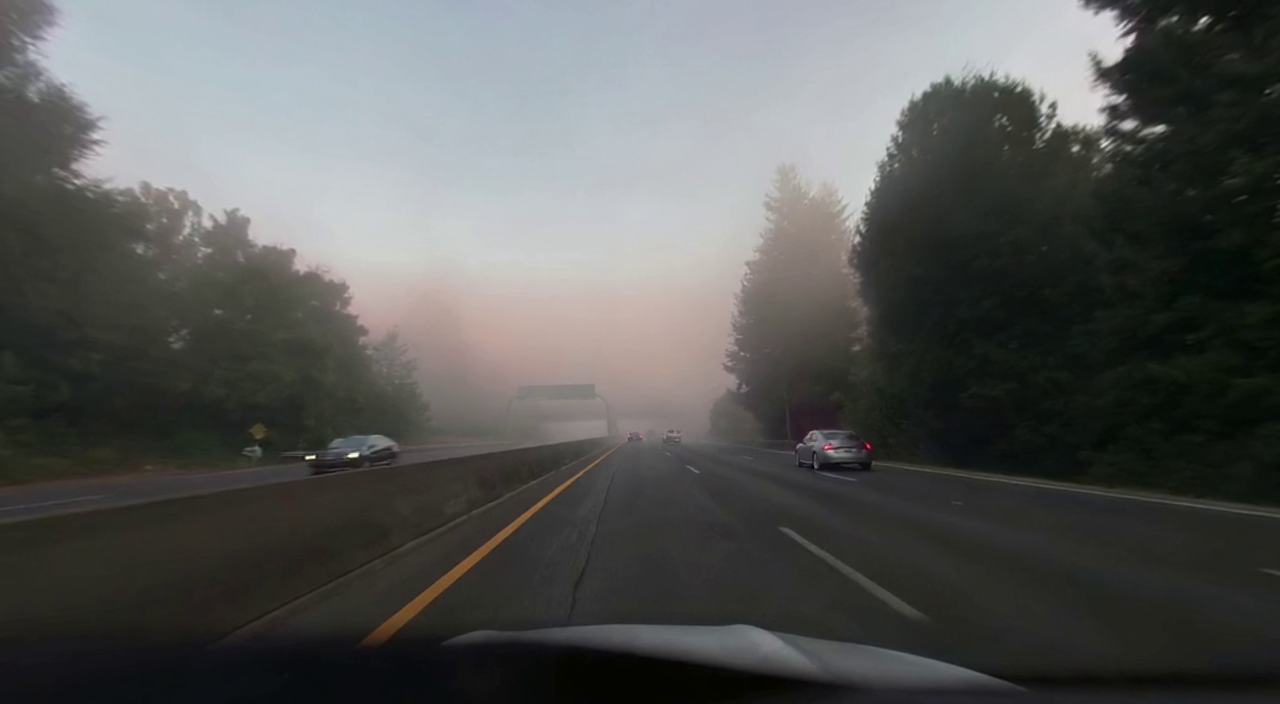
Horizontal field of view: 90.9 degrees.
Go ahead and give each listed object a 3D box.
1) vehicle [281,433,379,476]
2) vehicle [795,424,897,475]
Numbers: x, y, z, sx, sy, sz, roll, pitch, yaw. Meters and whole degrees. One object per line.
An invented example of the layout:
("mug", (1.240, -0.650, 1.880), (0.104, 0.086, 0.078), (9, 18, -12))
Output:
("vehicle", (-12.841, 4.253, 26.467), (1.932, 1.630, 4.386), (0, -8, -1))
("vehicle", (6.991, 3.334, 21.865), (1.940, 1.578, 4.122), (0, -8, -3))
